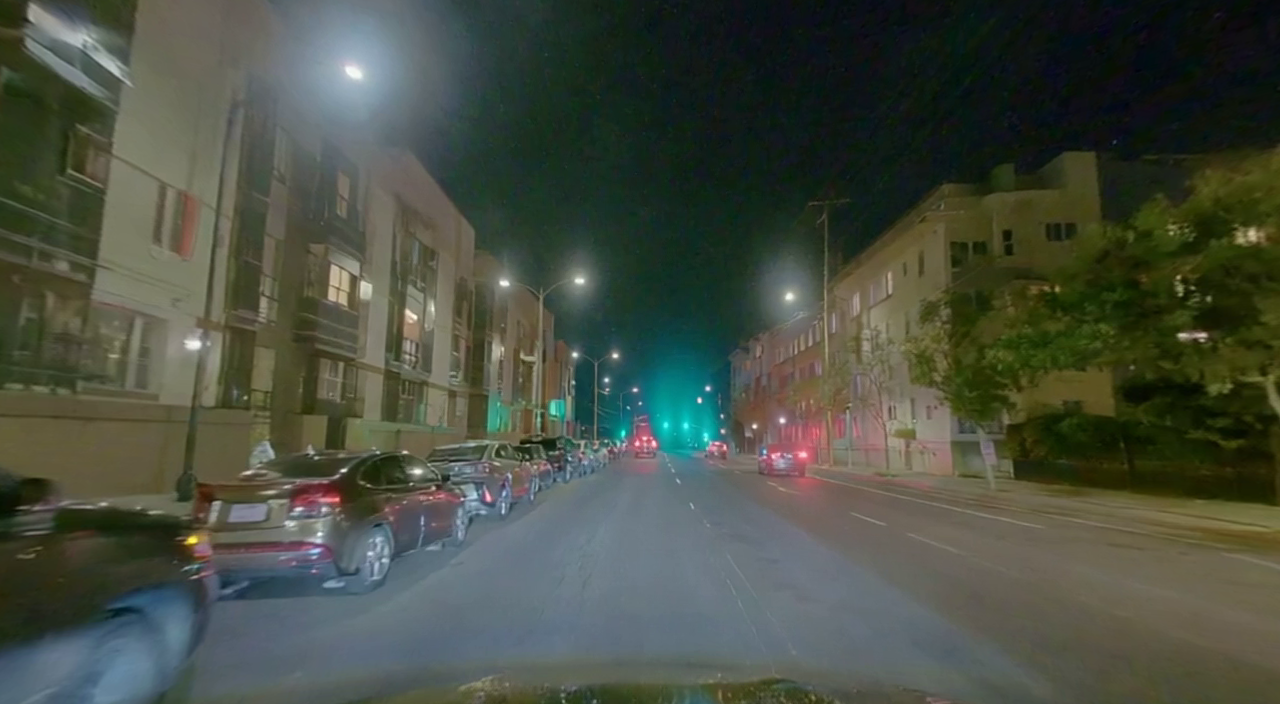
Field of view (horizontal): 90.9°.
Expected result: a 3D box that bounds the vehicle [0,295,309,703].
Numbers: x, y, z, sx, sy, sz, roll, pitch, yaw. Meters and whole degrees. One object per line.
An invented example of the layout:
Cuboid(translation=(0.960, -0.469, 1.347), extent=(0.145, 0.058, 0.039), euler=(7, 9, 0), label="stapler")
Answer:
Cuboid(translation=(-3.164, 0.568, 1.289), extent=(2.096, 1.709, 4.989), euler=(-1, -9, 2), label="vehicle")

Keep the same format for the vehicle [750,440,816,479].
Cuboid(translation=(5.753, 4.341, 25.760), extent=(1.799, 1.463, 3.464), euler=(0, -8, -1), label="vehicle")

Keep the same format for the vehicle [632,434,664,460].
Cuboid(translation=(0.621, 6.752, 44.820), extent=(2.122, 1.689, 3.885), euler=(-1, -8, 2), label="vehicle")
